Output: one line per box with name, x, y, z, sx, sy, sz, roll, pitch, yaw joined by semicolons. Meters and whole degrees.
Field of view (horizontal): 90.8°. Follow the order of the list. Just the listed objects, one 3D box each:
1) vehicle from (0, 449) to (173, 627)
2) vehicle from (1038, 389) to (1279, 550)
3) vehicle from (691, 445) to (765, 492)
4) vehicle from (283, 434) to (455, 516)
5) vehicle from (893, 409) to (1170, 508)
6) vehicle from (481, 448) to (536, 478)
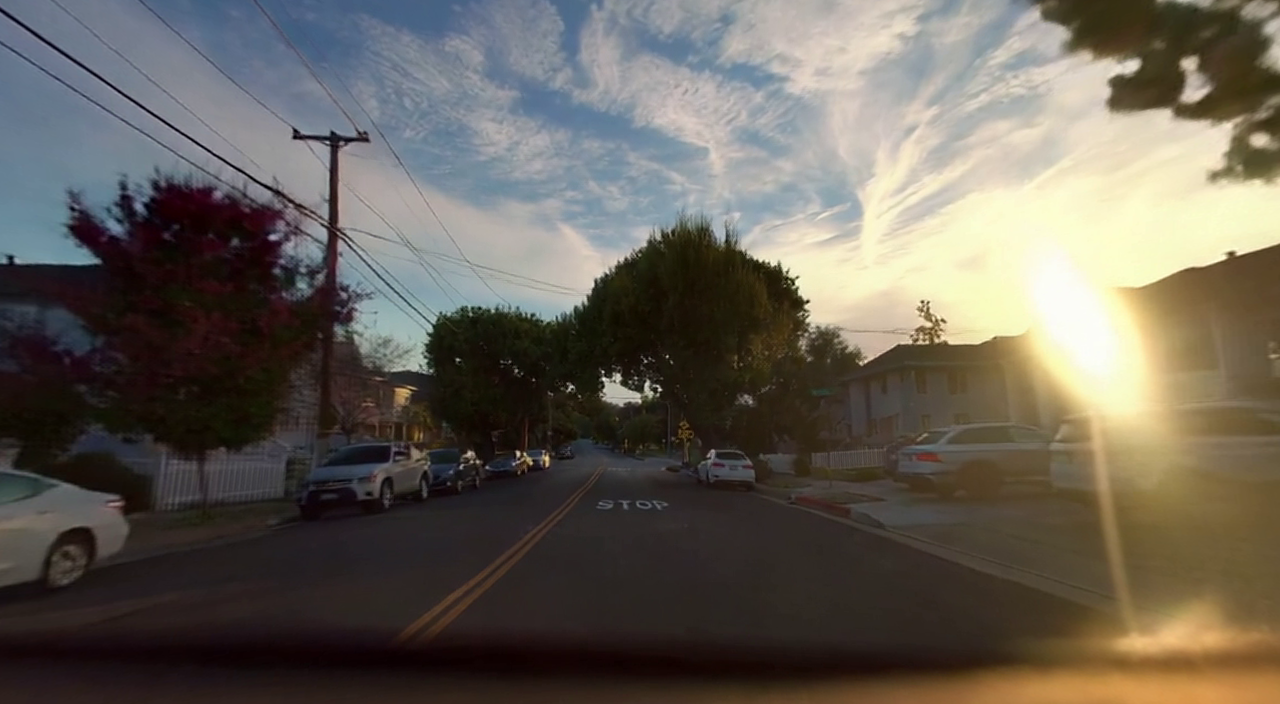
vehicle;-6.515;1.513;4.947;2.211;1.469;4.380;-1;-9;3
vehicle;8.476;1.516;8.767;4.411;1.845;2.049;-2;-9;-3
vehicle;3.160;4.296;23.823;1.963;1.536;5.446;0;-9;-1
vehicle;-6.698;3.094;16.497;2.136;1.757;5.365;0;-9;0
vehicle;8.294;2.285;13.753;4.507;1.939;2.304;1;-9;-5
vehicle;-7.097;6.006;34.459;2.056;1.481;4.451;0;-9;0
